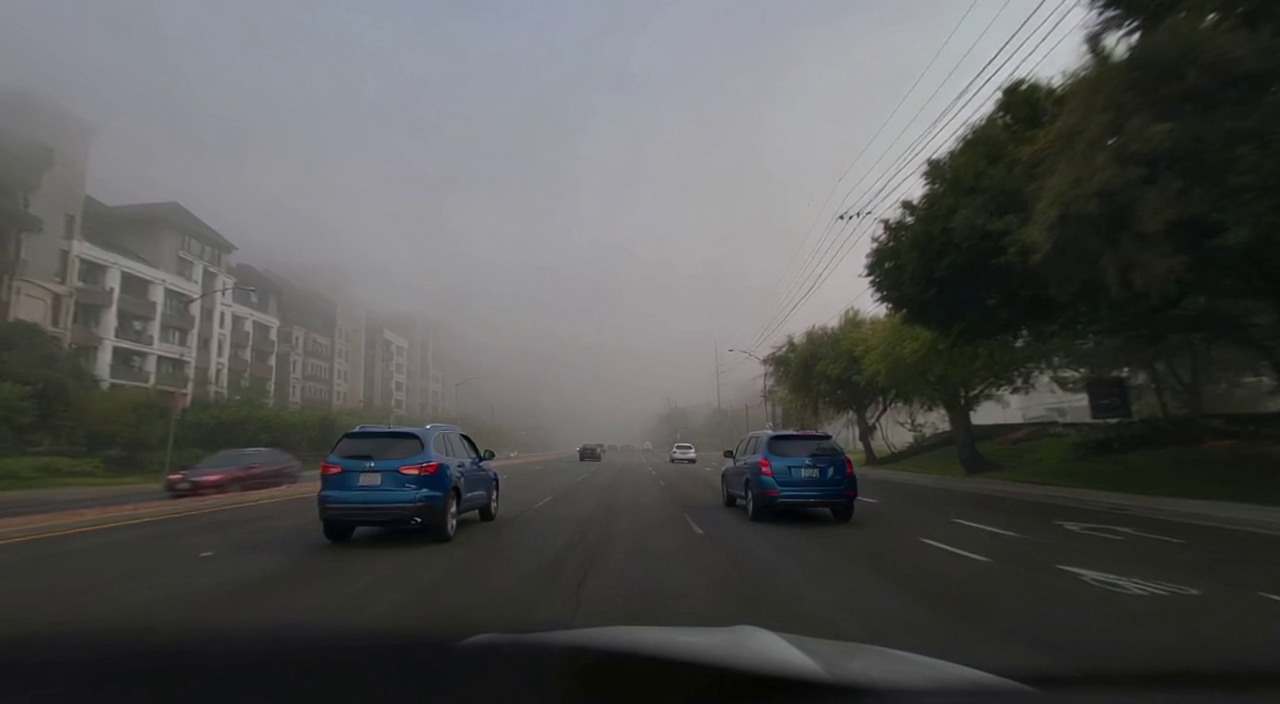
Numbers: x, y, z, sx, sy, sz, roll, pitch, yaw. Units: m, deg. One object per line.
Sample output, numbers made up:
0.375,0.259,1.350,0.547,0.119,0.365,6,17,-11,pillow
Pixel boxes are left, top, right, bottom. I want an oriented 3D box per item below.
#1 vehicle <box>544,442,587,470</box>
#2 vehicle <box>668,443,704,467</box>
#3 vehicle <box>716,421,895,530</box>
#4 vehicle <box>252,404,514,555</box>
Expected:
-4.245,6.016,36.601,2.040,1.482,4.121,0,-9,0,vehicle
2.971,6.809,41.804,1.981,1.472,3.923,0,-9,-2,vehicle
2.894,2.279,12.165,2.198,1.706,4.166,0,-9,-1,vehicle
-3.603,1.911,10.108,2.169,1.796,4.821,0,-9,0,vehicle
